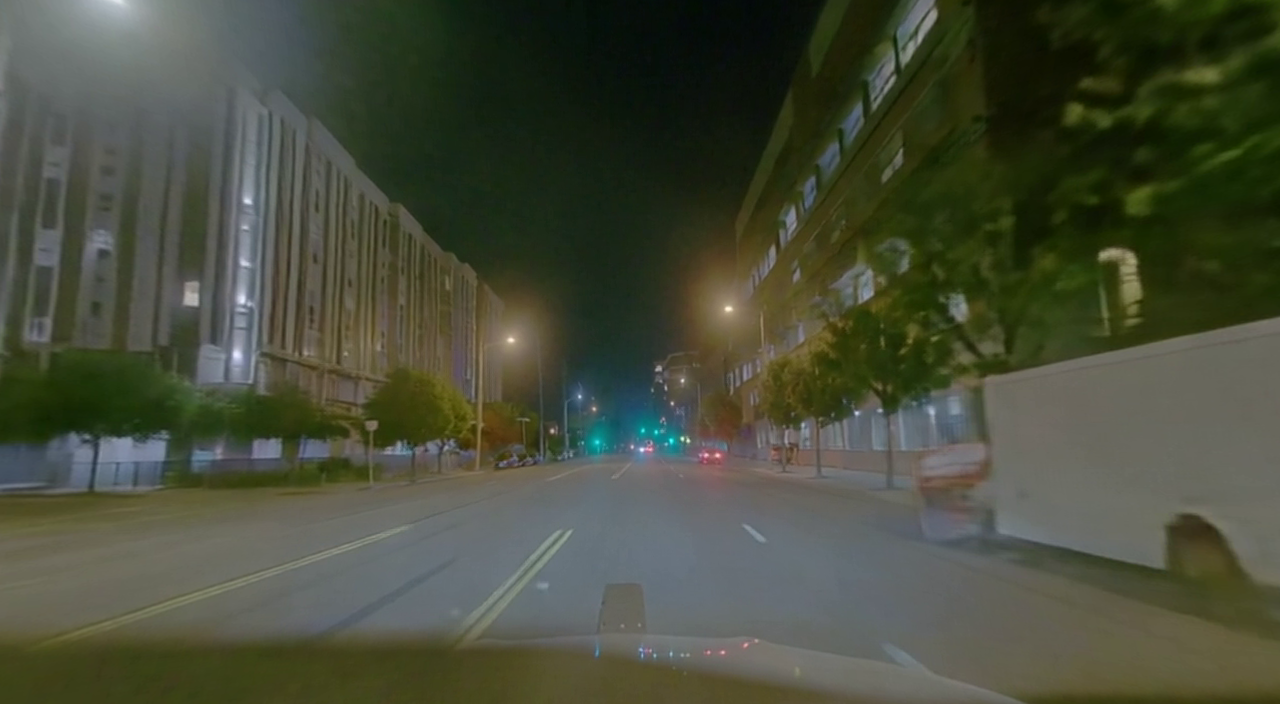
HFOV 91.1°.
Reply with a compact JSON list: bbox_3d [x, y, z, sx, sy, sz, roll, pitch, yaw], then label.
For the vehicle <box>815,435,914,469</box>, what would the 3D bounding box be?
[{"bbox_3d":[13.157,5.905,37.037,5.015,1.934,2.150,-1,-9,2],"label":"vehicle"}]
